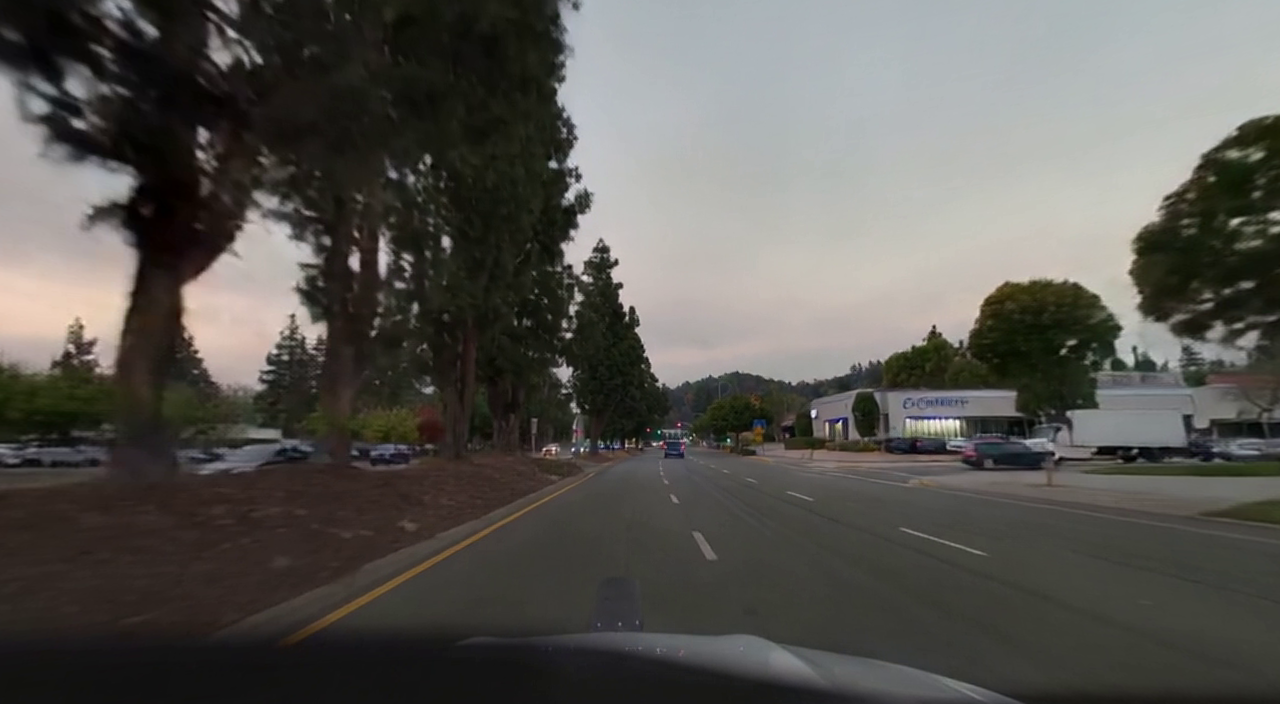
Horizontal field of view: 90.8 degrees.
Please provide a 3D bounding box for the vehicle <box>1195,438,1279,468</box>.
[{"bbox_3d":[31.044,5.054,31.613,4.610,1.452,2.009,0,-9,-1],"label":"vehicle"}]

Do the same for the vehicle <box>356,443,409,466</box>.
[{"bbox_3d":[-17.965,7.174,44.301,1.881,1.507,4.234,-1,-9,2],"label":"vehicle"}]

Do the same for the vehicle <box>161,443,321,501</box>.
[{"bbox_3d":[-11.271,3.377,18.286,1.822,1.444,4.338,0,-9,-1],"label":"vehicle"}]

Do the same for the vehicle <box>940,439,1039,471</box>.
[{"bbox_3d":[18.754,5.505,33.934,4.319,1.624,1.988,2,-9,-13],"label":"vehicle"}]

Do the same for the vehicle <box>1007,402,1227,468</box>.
[{"bbox_3d":[30.071,5.249,40.134,11.456,3.682,3.010,-2,-7,-2],"label":"vehicle"}]
